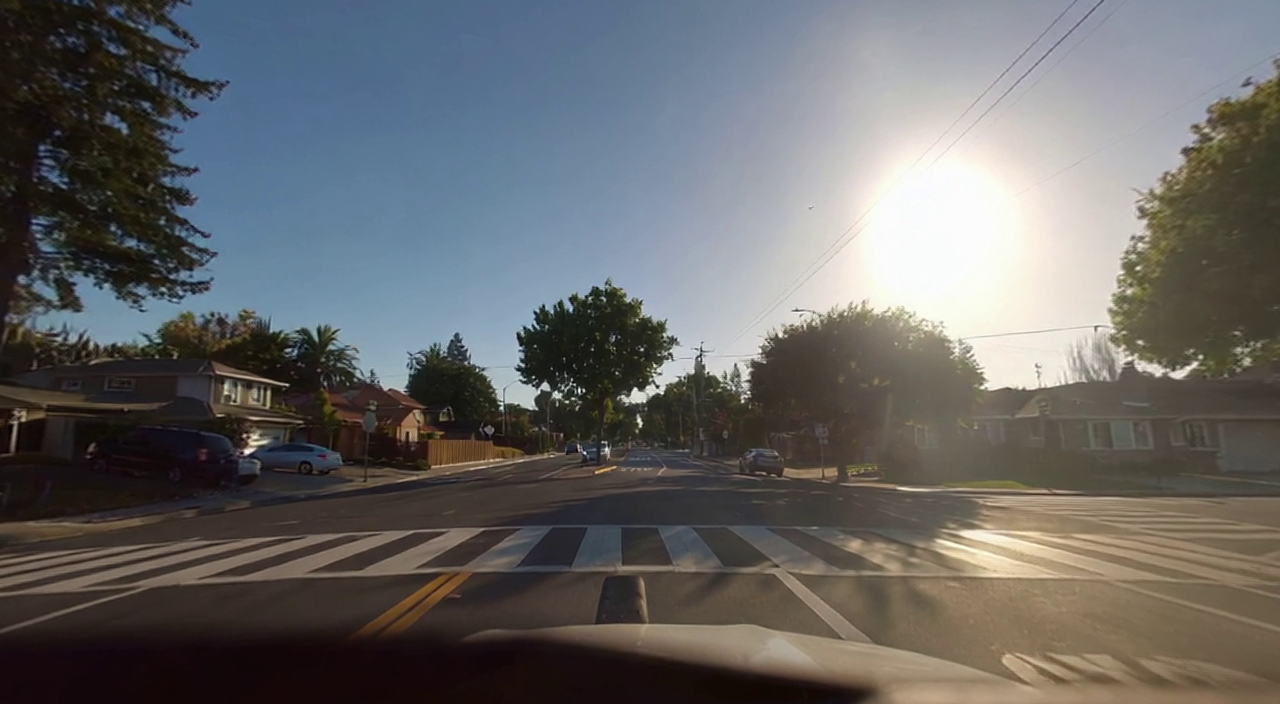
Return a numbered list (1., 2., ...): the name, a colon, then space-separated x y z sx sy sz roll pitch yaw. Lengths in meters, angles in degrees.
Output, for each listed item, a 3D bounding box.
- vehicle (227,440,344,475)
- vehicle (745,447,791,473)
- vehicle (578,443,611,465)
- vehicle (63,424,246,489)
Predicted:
1. vehicle: -17.953 5.362 32.179 4.743 1.734 1.994 0 -9 0
2. vehicle: 7.999 6.802 39.923 2.029 1.554 4.705 0 -9 1
3. vehicle: -3.164 7.139 44.247 2.014 1.499 3.999 0 -9 0
4. vehicle: -17.918 3.872 23.551 4.800 2.259 2.303 0 -9 -1
